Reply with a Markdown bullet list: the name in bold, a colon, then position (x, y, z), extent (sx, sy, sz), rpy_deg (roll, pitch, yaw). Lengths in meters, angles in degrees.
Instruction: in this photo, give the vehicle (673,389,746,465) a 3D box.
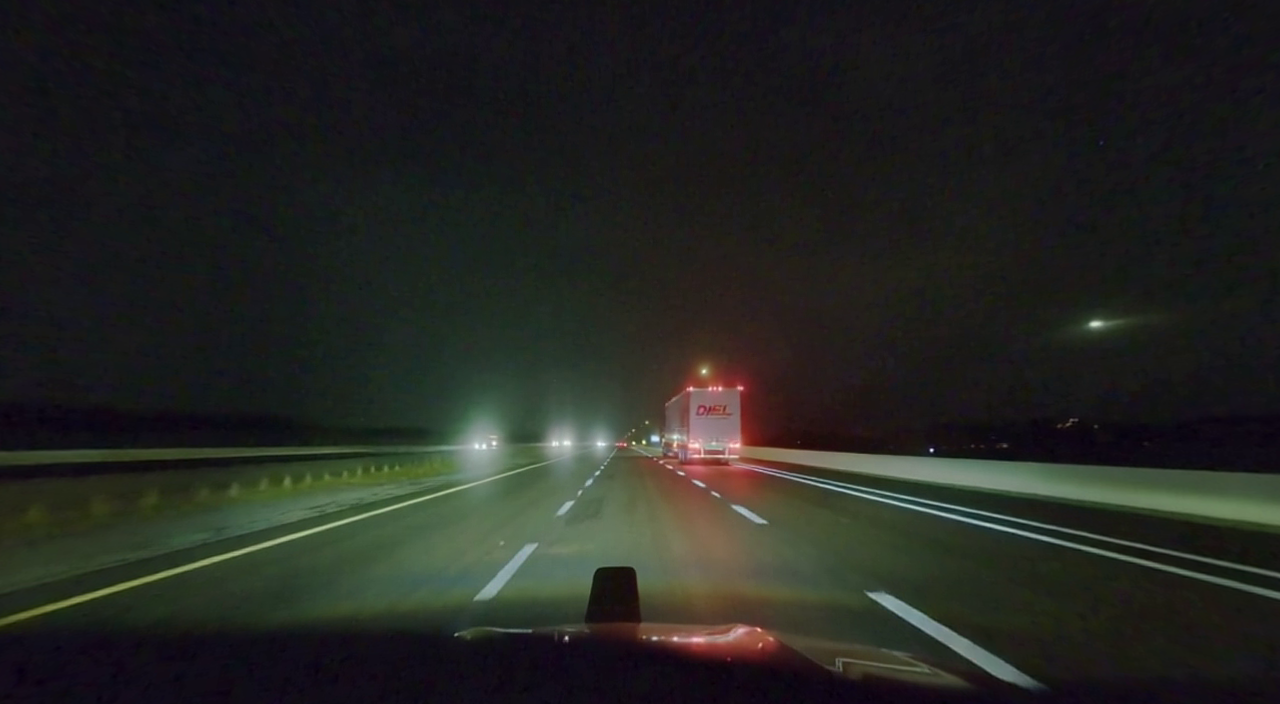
- **vehicle**: position (3.836, 4.494, 36.910), extent (2.880, 3.918, 8.254), rpy_deg (0, -8, -3)
